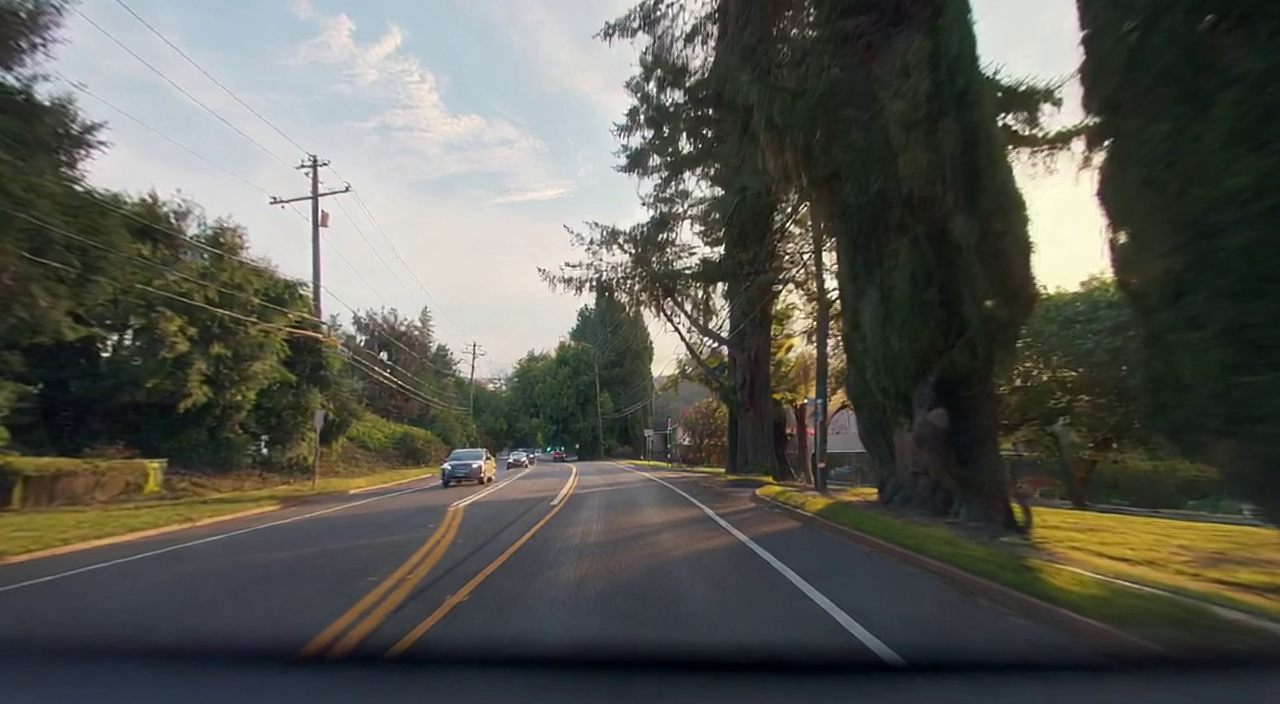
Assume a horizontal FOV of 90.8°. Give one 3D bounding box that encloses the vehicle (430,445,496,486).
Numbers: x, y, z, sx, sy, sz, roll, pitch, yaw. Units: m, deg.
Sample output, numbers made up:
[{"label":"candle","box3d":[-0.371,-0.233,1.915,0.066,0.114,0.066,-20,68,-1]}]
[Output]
[{"label":"vehicle","box3d":[-7.747,4.965,28.095,2.001,1.647,4.514,1,-8,-5]}]
